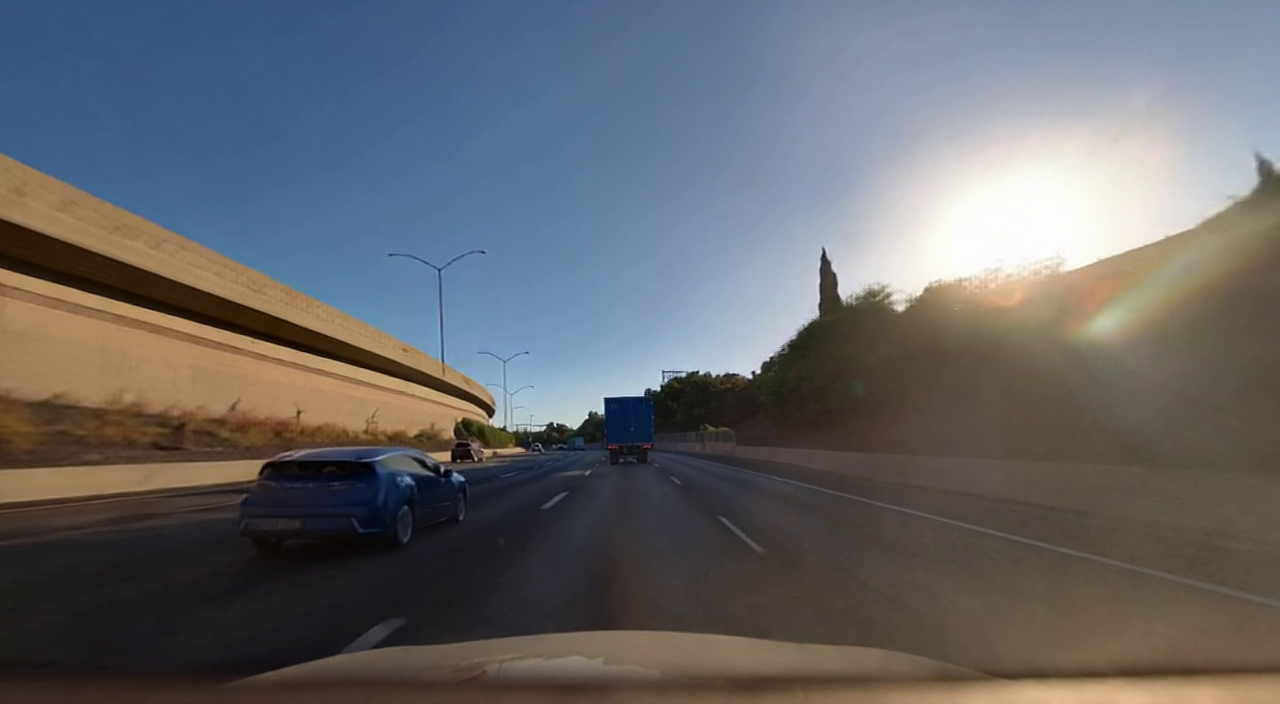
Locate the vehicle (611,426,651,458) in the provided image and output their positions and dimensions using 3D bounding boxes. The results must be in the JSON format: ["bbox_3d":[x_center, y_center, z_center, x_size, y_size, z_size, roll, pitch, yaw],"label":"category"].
[{"bbox_3d":[-0.554,5.022,35.133,2.052,1.666,4.358,1,-9,-3],"label":"vehicle"}]

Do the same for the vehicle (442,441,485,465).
[{"bbox_3d":[-12.460,7.123,44.790,1.919,1.625,4.183,0,-9,-2],"label":"vehicle"}]

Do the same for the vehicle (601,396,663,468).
[{"bbox_3d":[-0.711,5.011,38.364,3.233,3.678,11.032,0,-9,-3],"label":"vehicle"}]
